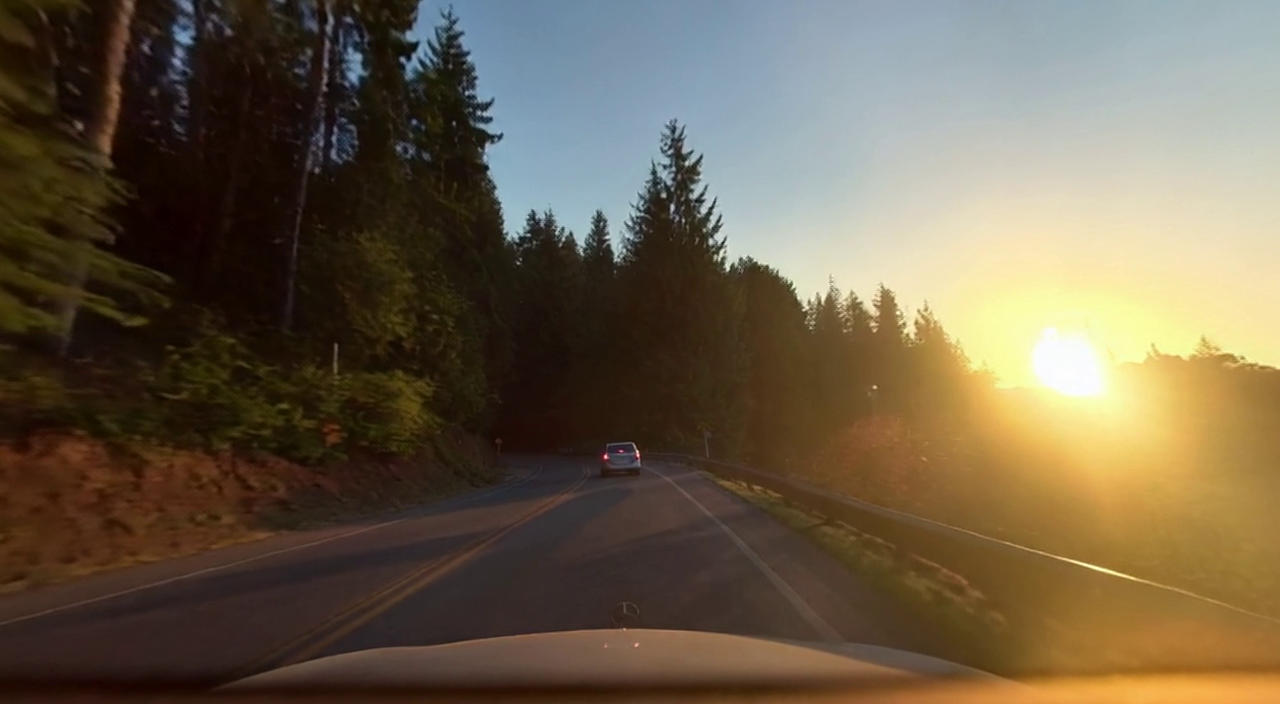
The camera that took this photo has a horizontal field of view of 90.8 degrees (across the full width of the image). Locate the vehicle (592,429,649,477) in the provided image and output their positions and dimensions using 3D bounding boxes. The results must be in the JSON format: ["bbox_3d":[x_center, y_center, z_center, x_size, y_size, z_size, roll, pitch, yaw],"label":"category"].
[{"bbox_3d":[-1.020,4.946,31.061,2.469,1.953,5.605,-3,-8,-3],"label":"vehicle"}]
